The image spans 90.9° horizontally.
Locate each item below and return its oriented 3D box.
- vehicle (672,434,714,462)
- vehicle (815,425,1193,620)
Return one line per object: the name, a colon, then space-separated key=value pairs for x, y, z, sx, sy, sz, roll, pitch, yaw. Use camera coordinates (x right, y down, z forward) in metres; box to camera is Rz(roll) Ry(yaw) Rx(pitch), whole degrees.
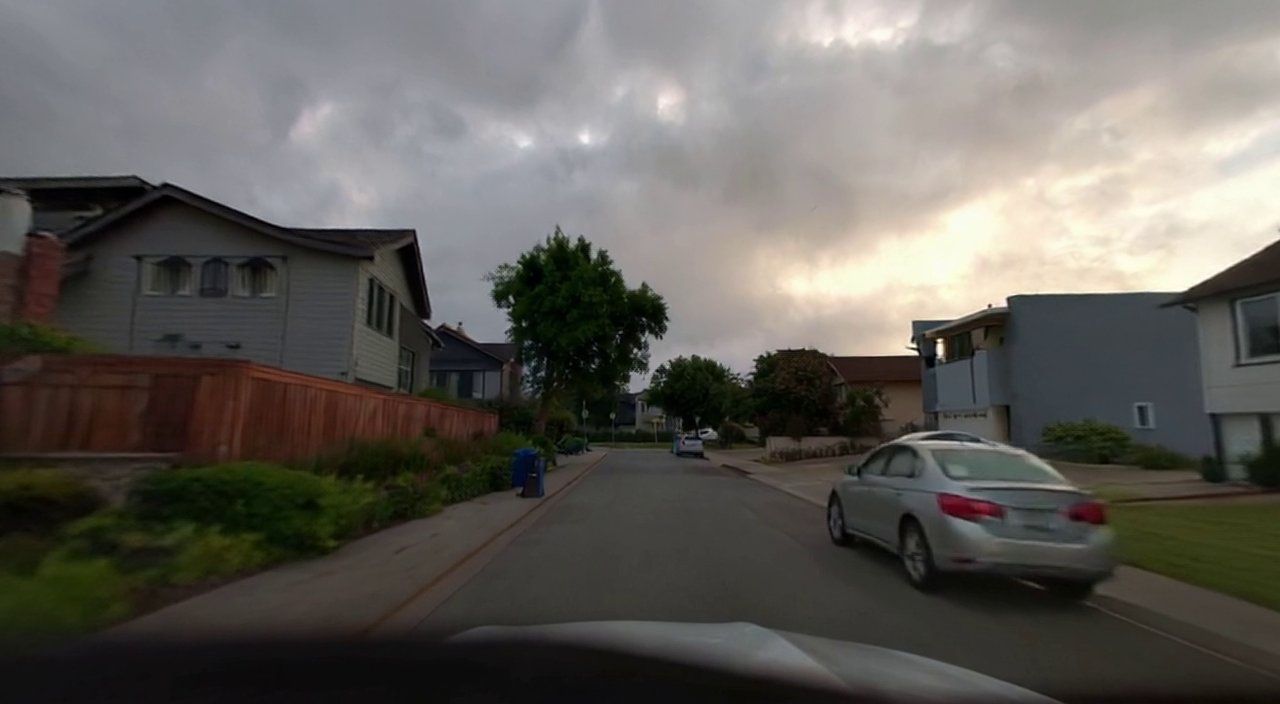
vehicle: x=3.077 y=5.607 z=37.126 sx=1.955 sy=1.498 sz=4.046 roll=0 pitch=-7 yaw=-3
vehicle: x=3.353 y=1.561 z=6.815 sx=1.838 sy=1.496 sz=3.735 roll=0 pitch=-7 yaw=0
